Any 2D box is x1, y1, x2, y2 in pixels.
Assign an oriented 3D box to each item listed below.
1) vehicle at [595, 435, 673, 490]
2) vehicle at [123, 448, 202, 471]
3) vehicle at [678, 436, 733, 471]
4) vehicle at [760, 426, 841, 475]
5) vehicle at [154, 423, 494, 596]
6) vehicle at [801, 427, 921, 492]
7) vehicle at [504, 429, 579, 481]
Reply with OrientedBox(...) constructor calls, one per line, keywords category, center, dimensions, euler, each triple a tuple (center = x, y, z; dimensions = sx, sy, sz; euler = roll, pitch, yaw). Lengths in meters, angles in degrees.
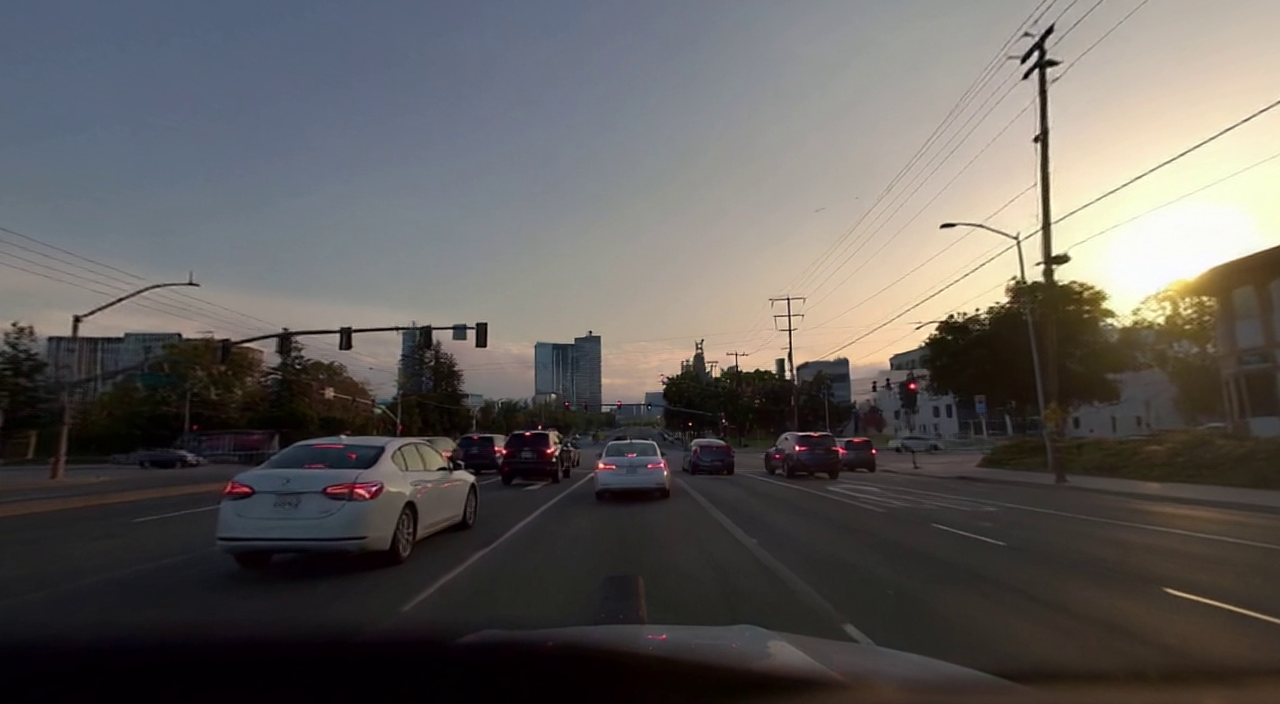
OrientedBox(category="vehicle", center=(-0.175, 3.263, 18.970), dimensions=(2.098, 1.431, 3.958), euler=(0, -8, -1))
OrientedBox(category="vehicle", center=(-37.195, 8.368, 49.277), dimensions=(4.649, 1.653, 1.885), euler=(0, -8, 0))
OrientedBox(category="vehicle", center=(2.990, 4.791, 29.918), dimensions=(1.987, 1.515, 4.521), euler=(0, -8, -2))
OrientedBox(category="vehicle", center=(7.147, 4.475, 28.791), dimensions=(2.156, 1.982, 5.358), euler=(0, -8, -1))
OrientedBox(category="vehicle", center=(-3.209, 1.672, 7.617), dimensions=(1.837, 1.463, 4.311), euler=(0, -8, 1))
OrientedBox(category="vehicle", center=(6.402, 3.174, 18.884), dimensions=(1.945, 1.706, 4.190), euler=(0, -8, -2))
OrientedBox(category="vehicle", center=(-3.453, 3.711, 23.013), dimensions=(2.033, 1.714, 4.278), euler=(0, -8, 0))
